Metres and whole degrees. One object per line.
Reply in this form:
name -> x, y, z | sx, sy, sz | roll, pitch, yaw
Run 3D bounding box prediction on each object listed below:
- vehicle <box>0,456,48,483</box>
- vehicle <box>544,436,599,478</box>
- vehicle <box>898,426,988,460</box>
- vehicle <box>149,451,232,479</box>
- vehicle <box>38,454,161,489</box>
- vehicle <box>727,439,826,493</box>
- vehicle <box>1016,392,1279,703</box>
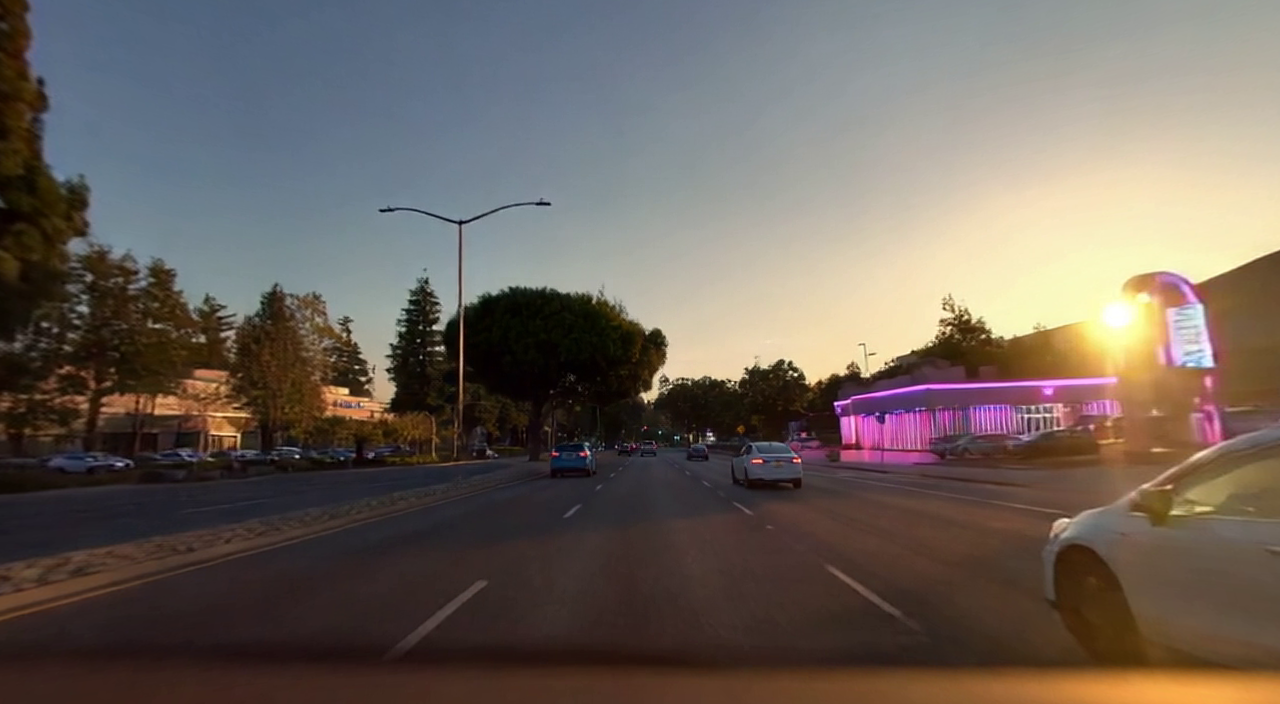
vehicle -> -43.790, 8.075, 43.396 | 1.895, 1.764, 4.510 | 1, -8, -5
vehicle -> -3.055, 4.804, 29.099 | 1.981, 1.731, 4.360 | 0, -8, 1
vehicle -> 20.779, 6.291, 43.779 | 2.705, 2.011, 7.332 | -3, -8, 1
vehicle -> -30.741, 7.706, 43.303 | 1.925, 1.776, 4.722 | -1, -8, 4
vehicle -> -28.245, 6.228, 33.123 | 4.681, 1.623, 1.998 | 7, -11, -39
vehicle -> 4.161, 3.545, 20.045 | 2.036, 1.480, 4.659 | 0, -8, -1
vehicle -> 3.590, 0.827, 1.959 | 1.976, 1.491, 4.714 | 0, -8, 1
